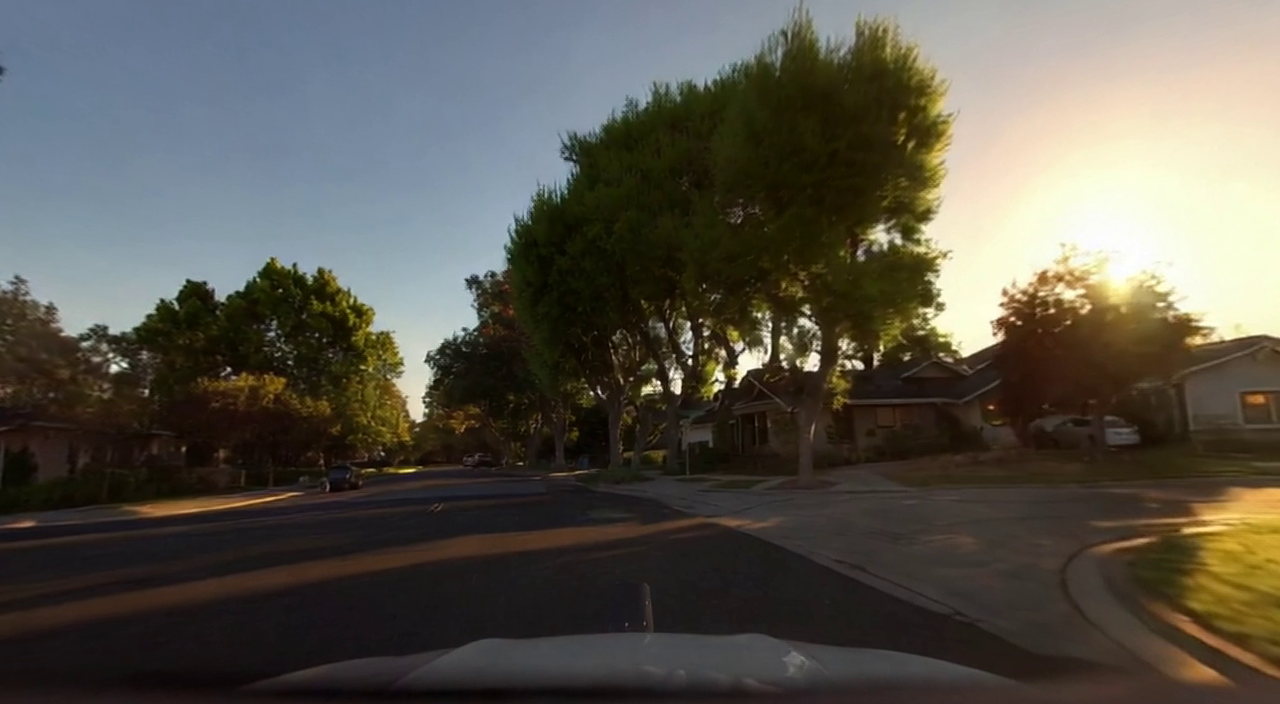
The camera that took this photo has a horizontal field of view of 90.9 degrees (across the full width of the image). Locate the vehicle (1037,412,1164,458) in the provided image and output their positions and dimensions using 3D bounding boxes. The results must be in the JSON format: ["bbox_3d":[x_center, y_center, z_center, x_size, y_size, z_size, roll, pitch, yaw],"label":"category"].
[{"bbox_3d":[20.053,3.694,27.809,1.992,1.813,5.079,-1,-8,3],"label":"vehicle"}]
